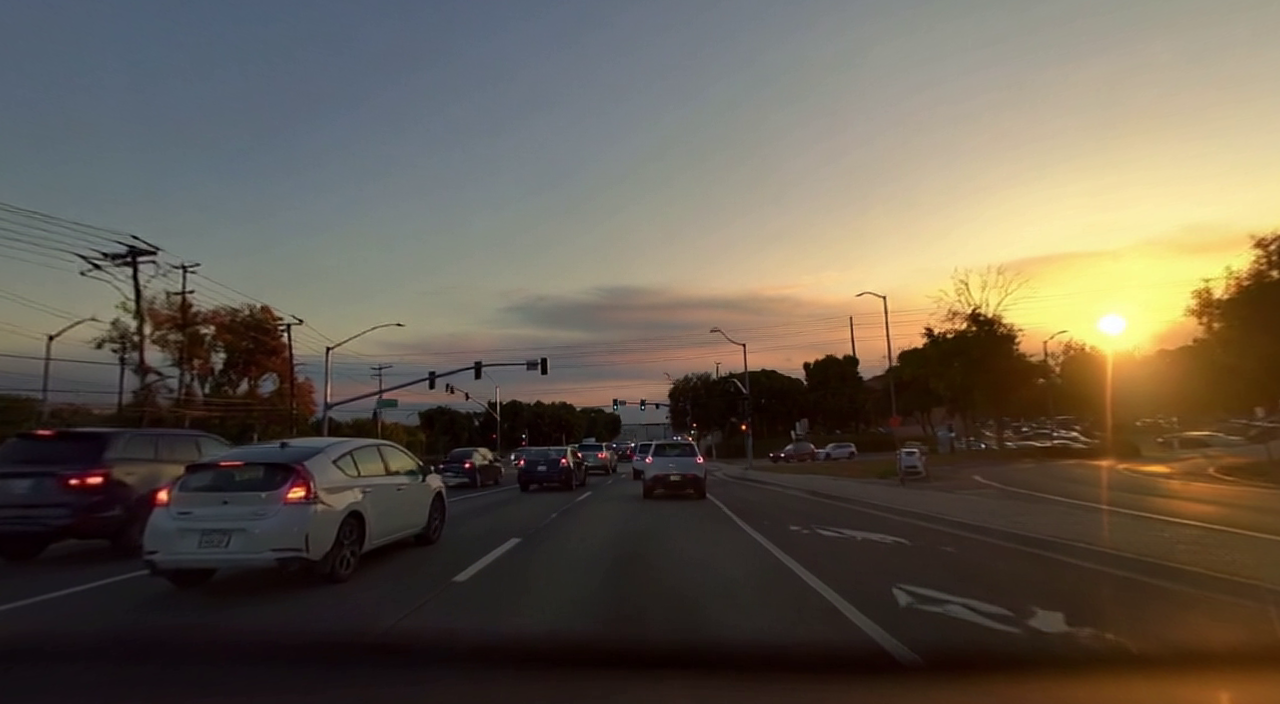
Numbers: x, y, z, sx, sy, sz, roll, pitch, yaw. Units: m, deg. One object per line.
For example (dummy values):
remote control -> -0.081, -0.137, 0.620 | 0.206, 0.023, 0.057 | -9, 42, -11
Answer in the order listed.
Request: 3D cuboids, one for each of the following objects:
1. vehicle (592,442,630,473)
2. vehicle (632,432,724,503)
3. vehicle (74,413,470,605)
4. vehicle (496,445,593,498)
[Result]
vehicle -> -1.672, 6.338, 37.985 | 1.788, 1.773, 3.731 | -1, -9, 5
vehicle -> 0.986, 3.085, 17.203 | 2.205, 1.691, 3.937 | -1, -9, 2
vehicle -> -3.766, 1.682, 7.681 | 2.018, 1.621, 4.441 | 0, -9, 2
vehicle -> -2.814, 3.632, 19.627 | 2.105, 1.436, 4.311 | -1, -9, 4
